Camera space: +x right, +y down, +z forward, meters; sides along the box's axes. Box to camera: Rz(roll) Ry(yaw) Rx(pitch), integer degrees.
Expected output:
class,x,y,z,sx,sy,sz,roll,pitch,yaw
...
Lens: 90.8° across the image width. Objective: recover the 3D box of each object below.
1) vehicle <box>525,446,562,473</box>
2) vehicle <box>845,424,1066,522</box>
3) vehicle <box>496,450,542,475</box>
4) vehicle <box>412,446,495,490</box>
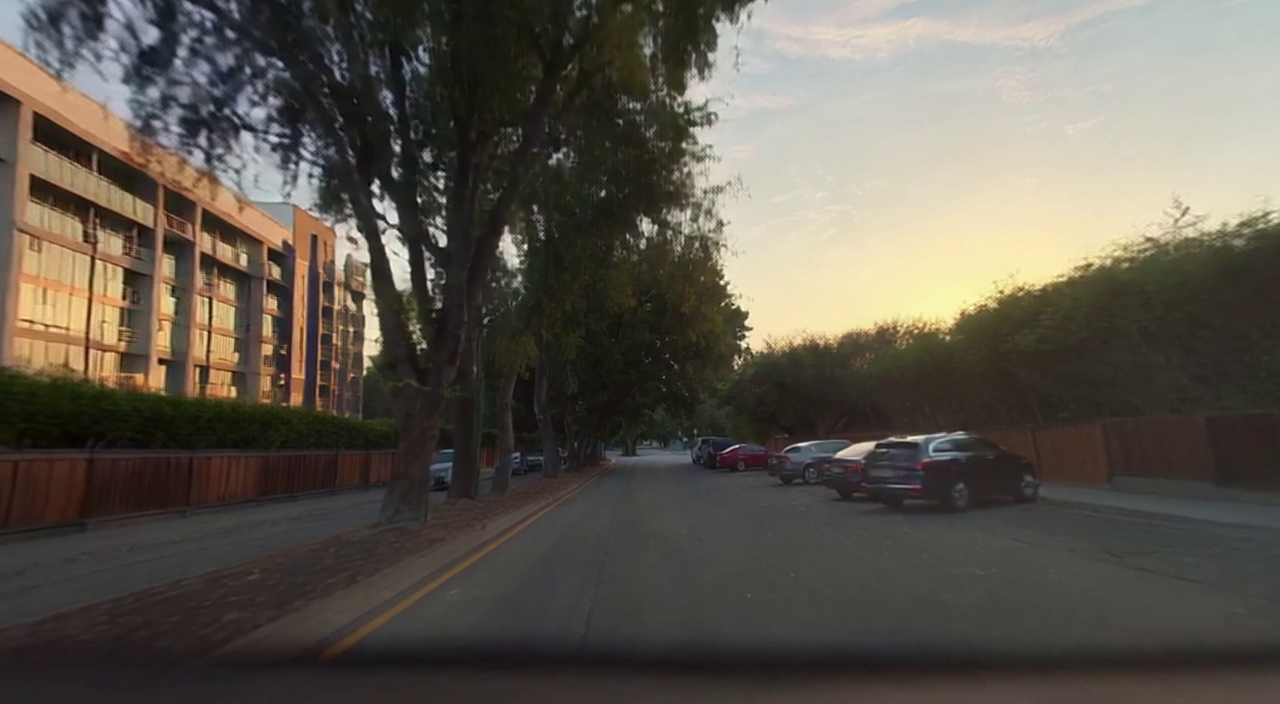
class,x,y,z,sx,sy,sz,roll,pitch,yaw
vehicle,-7.324,8.157,48.367,1.957,1.693,4.588,-2,-6,1
vehicle,6.421,2.365,12.837,3.954,1.666,2.213,6,-10,-33
vehicle,-7.815,7.199,41.383,1.911,1.497,4.738,0,-8,2
vehicle,-7.798,4.852,26.900,2.172,1.707,4.273,0,-8,1
